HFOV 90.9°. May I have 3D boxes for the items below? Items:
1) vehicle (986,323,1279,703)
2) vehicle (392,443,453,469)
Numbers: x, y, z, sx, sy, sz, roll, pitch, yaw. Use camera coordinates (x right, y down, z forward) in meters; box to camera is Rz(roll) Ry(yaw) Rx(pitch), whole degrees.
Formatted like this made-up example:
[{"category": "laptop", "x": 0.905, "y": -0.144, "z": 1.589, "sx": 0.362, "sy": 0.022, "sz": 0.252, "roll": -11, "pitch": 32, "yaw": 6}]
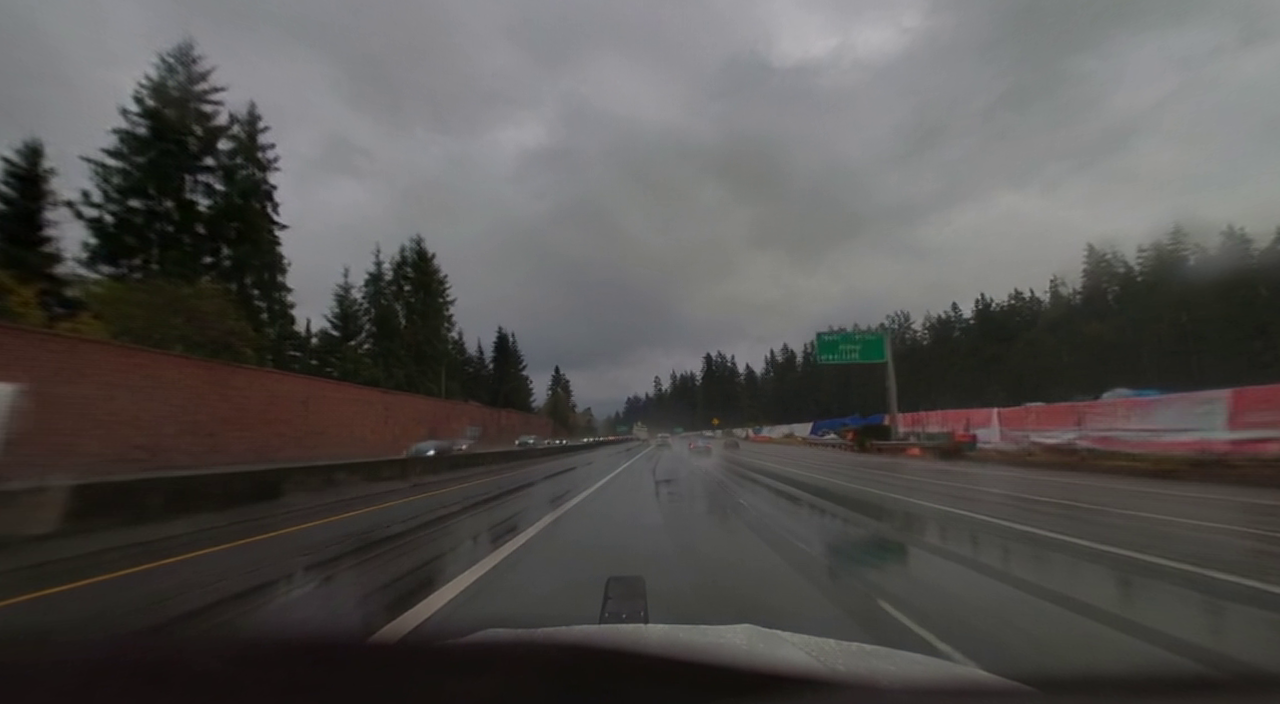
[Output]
[{"category": "vehicle", "x": 3.874, "y": 0.761, "z": 2.676, "sx": 2.190, "sy": 1.783, "sz": 4.637, "roll": 0, "pitch": -8, "yaw": 1}, {"category": "vehicle", "x": -13.059, "y": 6.286, "z": 38.214, "sx": 1.958, "sy": 1.466, "sz": 4.559, "roll": 0, "pitch": -8, "yaw": 1}]
